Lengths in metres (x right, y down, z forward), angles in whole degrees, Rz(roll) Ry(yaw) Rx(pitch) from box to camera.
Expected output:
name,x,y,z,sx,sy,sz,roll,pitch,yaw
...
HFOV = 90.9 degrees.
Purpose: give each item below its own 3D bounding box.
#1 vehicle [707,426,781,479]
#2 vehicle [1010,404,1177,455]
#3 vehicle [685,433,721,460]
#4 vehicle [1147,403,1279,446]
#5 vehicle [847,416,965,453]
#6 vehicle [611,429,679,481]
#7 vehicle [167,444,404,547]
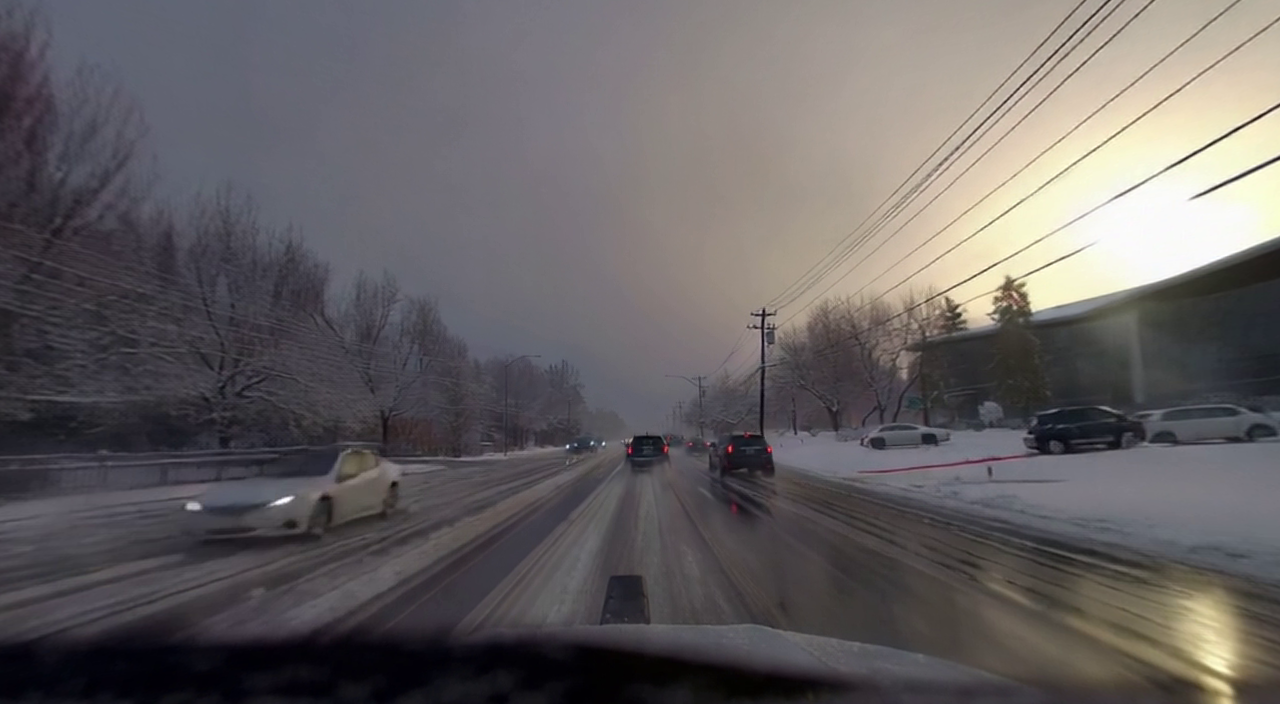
name,x,y,z,sx,sy,sz,roll,pitch,yaw
vehicle,3.588,3.559,22.465,1.914,1.698,4.049,0,-8,0
vehicle,16.012,2.766,22.430,4.392,1.709,2.002,0,-8,-2
vehicle,4.225,6.383,42.830,2.024,1.711,4.512,0,-8,0
vehicle,21.656,2.657,22.983,4.641,1.477,1.844,-1,-8,0
vehicle,15.225,4.749,36.199,5.731,1.720,2.822,-8,-10,31
vehicle,0.186,3.625,22.347,2.200,1.653,4.127,0,-8,1
vehicle,-6.263,2.525,11.880,1.947,1.541,4.280,0,-8,0
